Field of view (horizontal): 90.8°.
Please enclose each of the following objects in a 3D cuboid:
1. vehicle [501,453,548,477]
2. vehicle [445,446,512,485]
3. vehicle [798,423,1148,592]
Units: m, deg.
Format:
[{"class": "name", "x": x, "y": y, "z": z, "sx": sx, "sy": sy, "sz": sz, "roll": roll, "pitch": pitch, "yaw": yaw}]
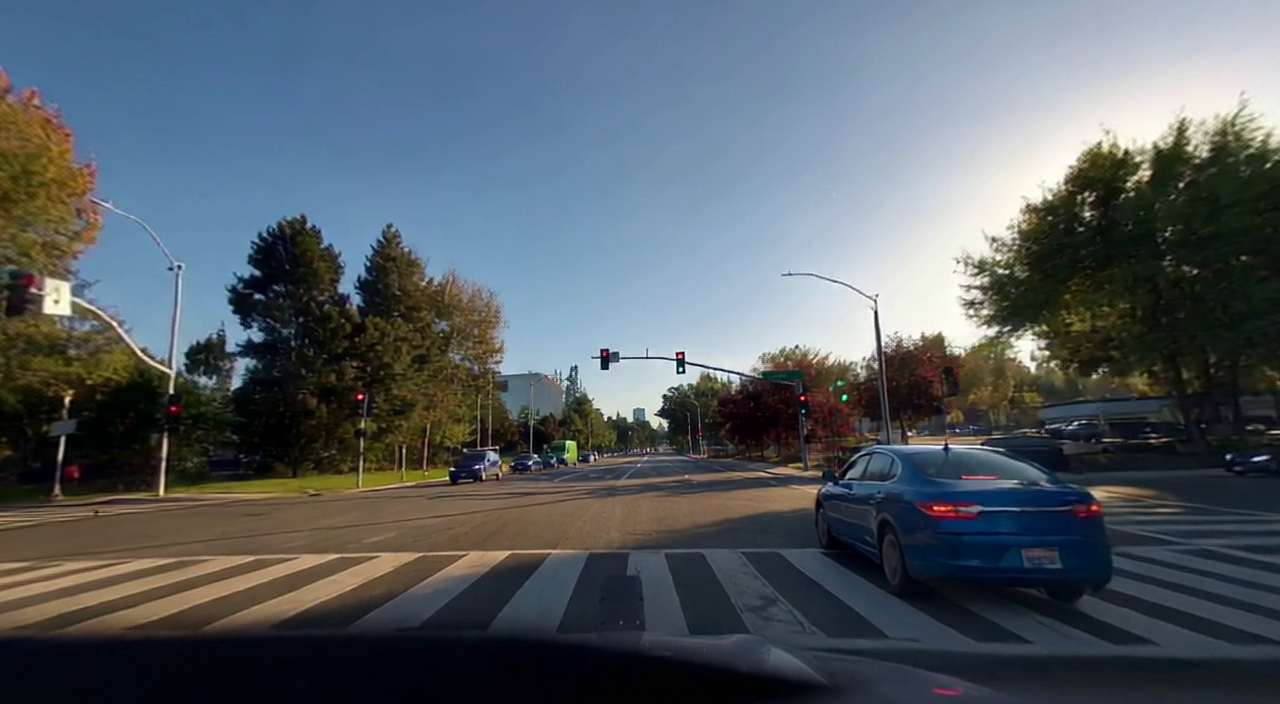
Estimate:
[{"class": "vehicle", "x": -7.751, "y": 7.615, "z": 42.793, "sx": 1.906, "sy": 1.468, "sz": 4.686, "roll": -1, "pitch": -9, "yaw": 6}, {"class": "vehicle", "x": -8.331, "y": 5.865, "z": 33.072, "sx": 2.130, "sy": 1.874, "sz": 4.691, "roll": -1, "pitch": -9, "yaw": 2}, {"class": "vehicle", "x": 3.759, "y": 1.840, "z": 8.438, "sx": 2.129, "sy": 1.581, "sz": 4.780, "roll": 0, "pitch": -9, "yaw": 1}]
